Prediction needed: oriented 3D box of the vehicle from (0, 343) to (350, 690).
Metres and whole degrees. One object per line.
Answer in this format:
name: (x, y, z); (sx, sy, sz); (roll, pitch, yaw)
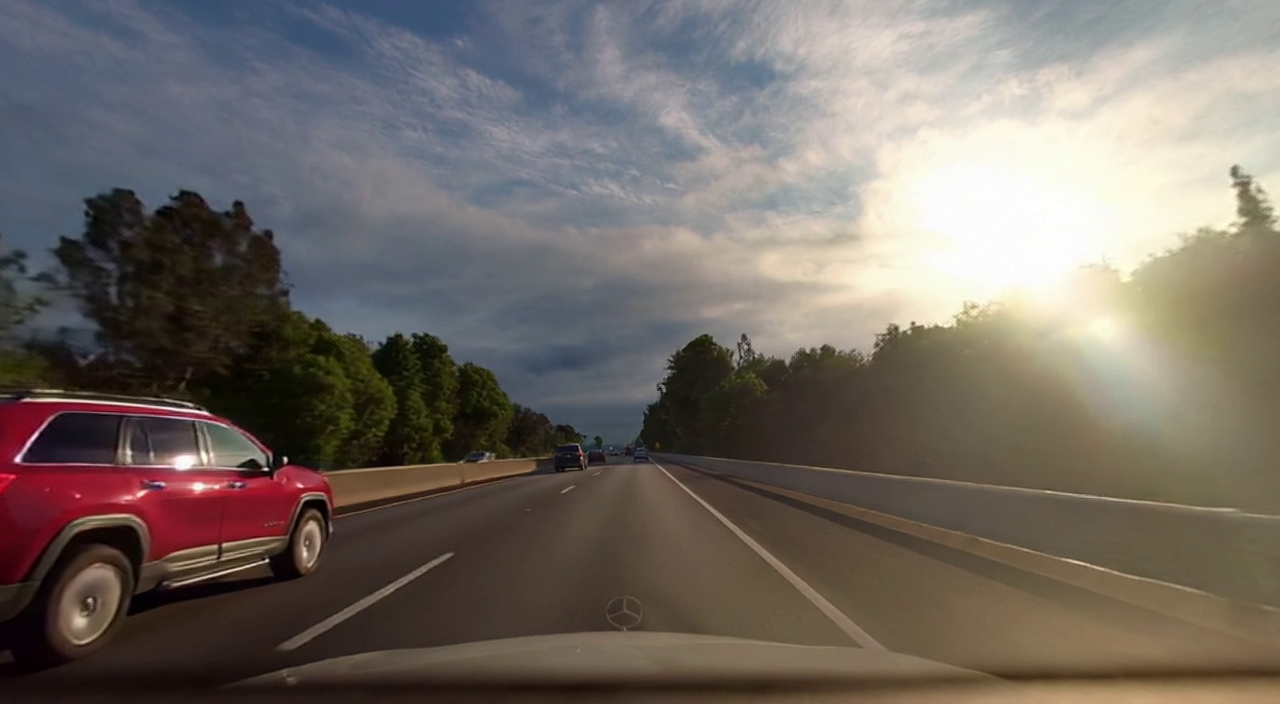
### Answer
vehicle: (-4.655, 1.207, 5.325); (2.102, 1.941, 4.703); (0, -9, 1)

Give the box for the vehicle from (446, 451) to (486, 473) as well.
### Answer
vehicle: (-13.053, 8.291, 47.560); (1.841, 1.517, 4.455); (0, -9, -1)

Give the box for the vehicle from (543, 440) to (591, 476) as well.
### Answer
vehicle: (-3.918, 5.809, 34.603); (2.056, 1.811, 4.202); (-1, -9, 1)
